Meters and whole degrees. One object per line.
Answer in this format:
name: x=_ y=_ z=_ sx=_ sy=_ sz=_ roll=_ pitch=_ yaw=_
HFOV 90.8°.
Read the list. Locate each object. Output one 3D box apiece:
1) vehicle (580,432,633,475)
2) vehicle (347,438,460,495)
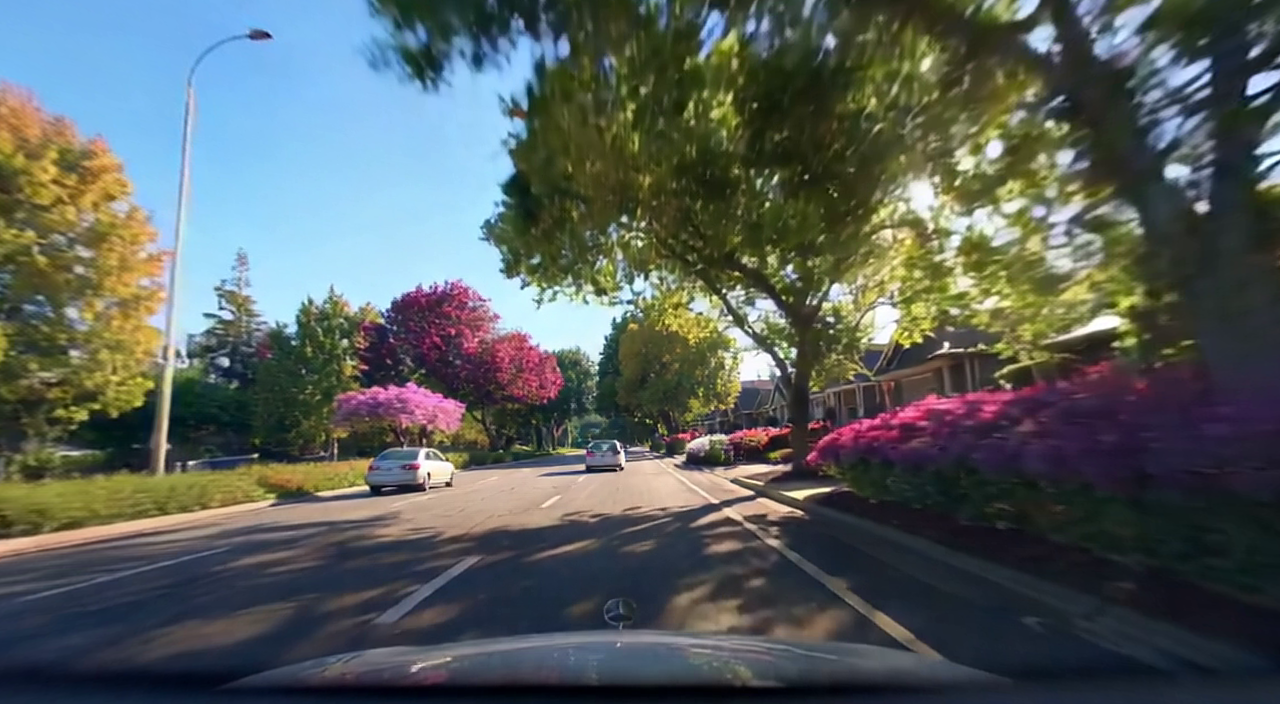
vehicle: x=-1.438 y=4.569 z=28.625 sx=2.070 sy=1.764 sz=4.552 roll=-1 pitch=-8 yaw=1
vehicle: x=-7.611 y=3.696 z=20.878 sx=1.993 sy=1.657 sz=4.487 roll=-1 pitch=-8 yaw=0
